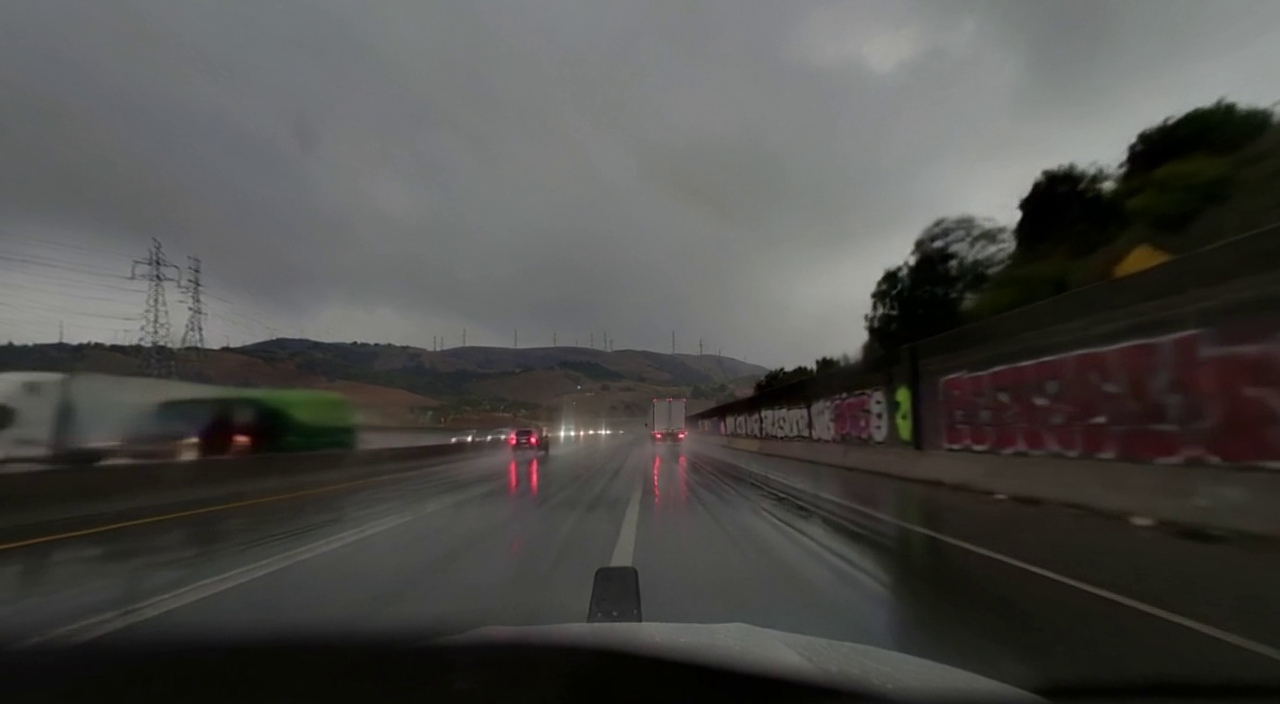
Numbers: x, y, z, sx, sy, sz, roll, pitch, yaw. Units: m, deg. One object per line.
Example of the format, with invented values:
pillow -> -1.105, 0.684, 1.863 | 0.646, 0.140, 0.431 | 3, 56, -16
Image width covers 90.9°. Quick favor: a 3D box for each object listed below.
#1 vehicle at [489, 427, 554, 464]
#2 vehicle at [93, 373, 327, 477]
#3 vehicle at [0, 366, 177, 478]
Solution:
vehicle -> -5.219, 4.166, 28.322 | 1.965, 1.486, 4.448 | 0, -8, 1
vehicle -> -13.484, 2.443, 20.725 | 2.567, 2.823, 7.062 | 0, -8, 1
vehicle -> -21.017, 2.641, 23.377 | 2.982, 3.628, 5.869 | 0, -8, 0
